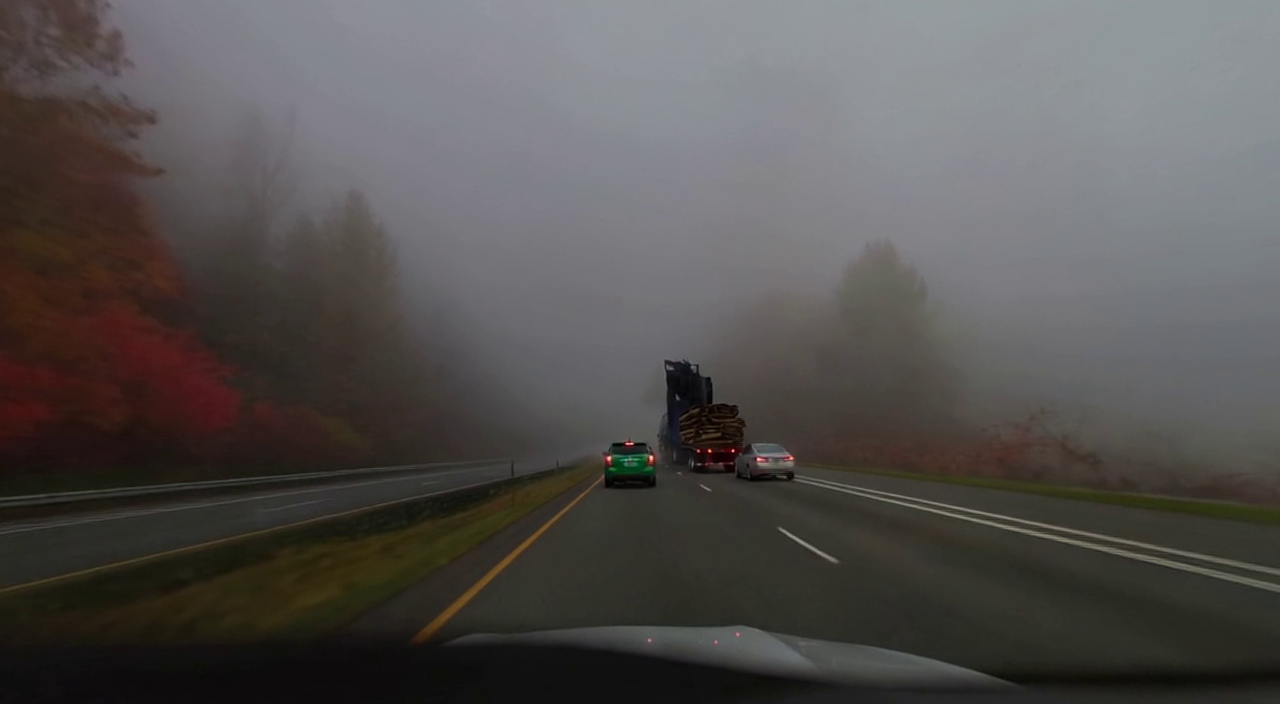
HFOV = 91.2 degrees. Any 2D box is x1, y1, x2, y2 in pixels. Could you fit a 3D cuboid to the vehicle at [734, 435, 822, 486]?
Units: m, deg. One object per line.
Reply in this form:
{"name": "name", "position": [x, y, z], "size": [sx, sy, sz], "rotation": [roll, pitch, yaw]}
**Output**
{"name": "vehicle", "position": [4.925, 3.958, 23.075], "size": [2.057, 1.660, 4.525], "rotation": [0, -9, -2]}

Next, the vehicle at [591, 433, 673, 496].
{"name": "vehicle", "position": [-0.216, 3.394, 19.246], "size": [2.263, 1.699, 3.936], "rotation": [-1, -9, 0]}

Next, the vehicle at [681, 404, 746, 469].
{"name": "vehicle", "position": [4.690, 5.720, 41.945], "size": [3.125, 3.895, 8.461], "rotation": [0, -9, -1]}
